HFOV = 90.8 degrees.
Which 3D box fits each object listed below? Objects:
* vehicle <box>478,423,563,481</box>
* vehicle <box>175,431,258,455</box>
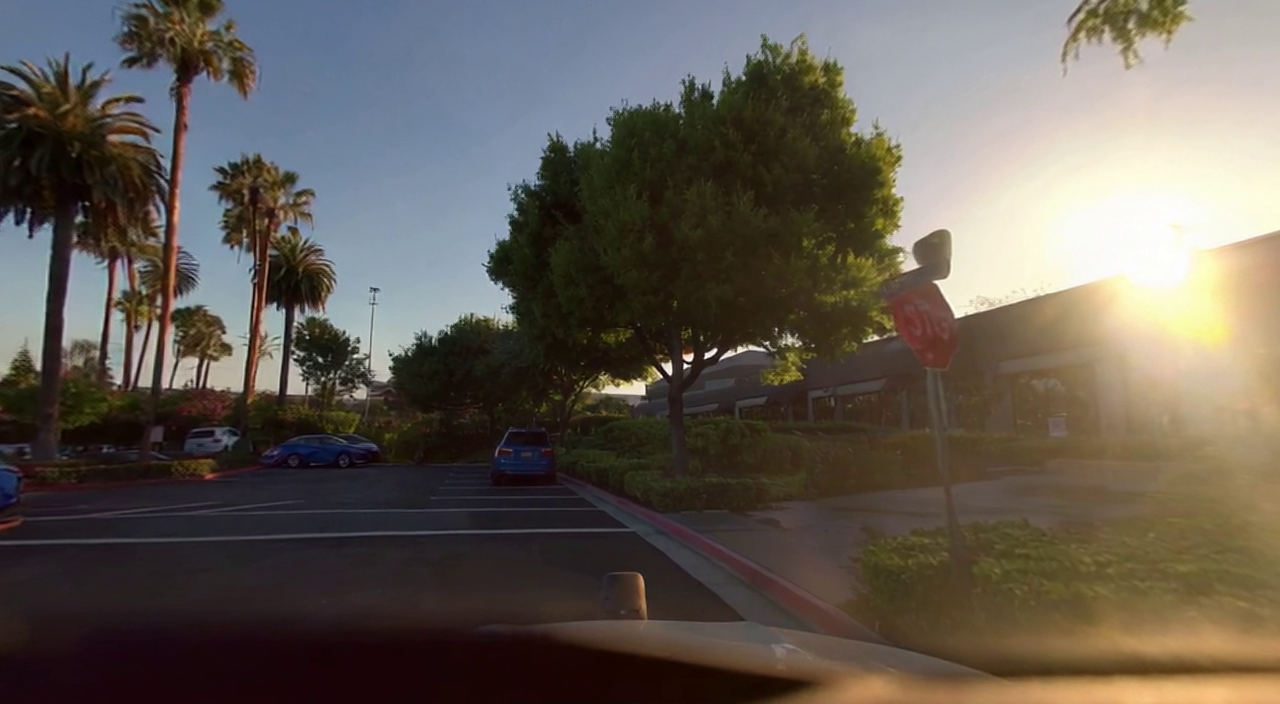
[{"bbox_3d":[-4.060,3.290,20.926,2.071,1.700,4.367,3,-9,-19],"label":"vehicle"},{"bbox_3d":[-28.412,6.136,42.558,4.457,1.552,1.748,5,-10,-32],"label":"vehicle"}]
